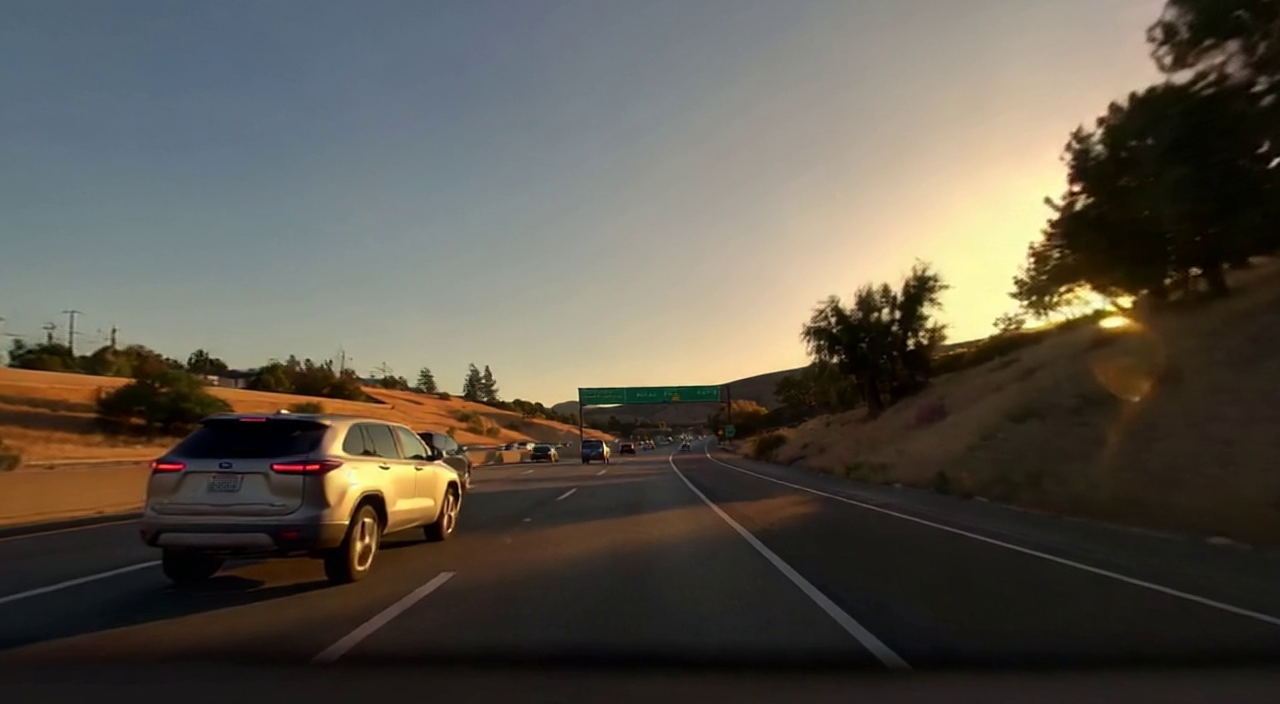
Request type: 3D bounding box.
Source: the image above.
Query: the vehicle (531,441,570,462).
[{"bbox_3d":[-6.780,7.563,48.232,2.145,1.512,4.404,0,-8,2],"label":"vehicle"}]

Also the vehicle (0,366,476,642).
[{"bbox_3d":[-3.570,1.370,6.713,2.218,1.848,4.789,0,-9,2],"label":"vehicle"}]
